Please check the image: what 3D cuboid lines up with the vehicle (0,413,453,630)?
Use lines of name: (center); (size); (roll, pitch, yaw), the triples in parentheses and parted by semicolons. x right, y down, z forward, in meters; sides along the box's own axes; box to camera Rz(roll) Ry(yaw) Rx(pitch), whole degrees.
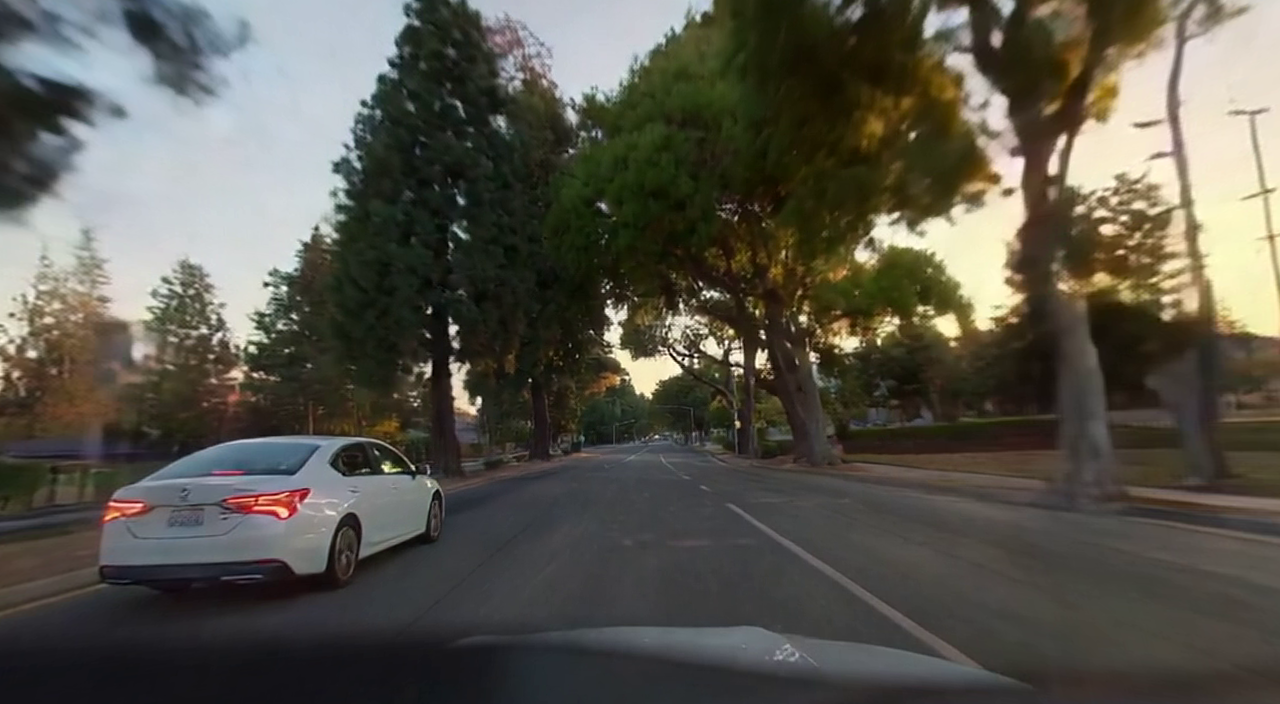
vehicle: (-3.626, 1.526, 6.699); (1.915, 1.521, 4.283); (0, -8, 1)
